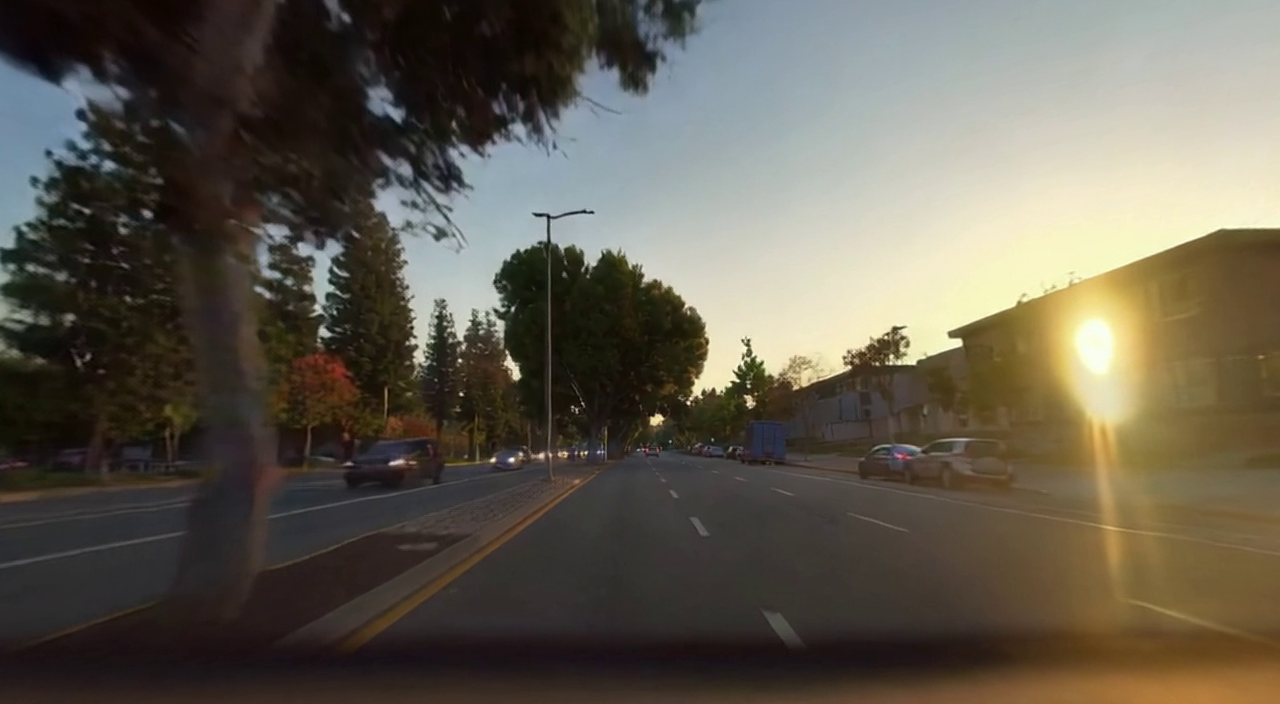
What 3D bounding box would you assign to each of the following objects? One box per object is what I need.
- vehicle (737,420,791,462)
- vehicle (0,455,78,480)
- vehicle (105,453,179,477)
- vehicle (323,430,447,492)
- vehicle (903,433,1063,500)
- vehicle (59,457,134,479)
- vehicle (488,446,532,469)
[{"bbox_3d":[9.467,6.986,49.200,2.670,3.016,7.732,0,-9,0],"label":"vehicle"},{"bbox_3d":[-46.182,8.825,48.398,1.943,1.705,4.610,0,-8,1],"label":"vehicle"},{"bbox_3d":[-38.211,8.655,48.582,1.943,1.644,4.418,0,-8,2],"label":"vehicle"},{"bbox_3d":[-8.752,3.768,22.276,2.212,1.904,4.986,0,-8,1],"label":"vehicle"},{"bbox_3d":[10.238,3.439,19.477,2.043,1.761,5.022,0,-8,-1],"label":"vehicle"},{"bbox_3d":[-41.037,8.747,47.833,2.016,1.430,4.269,-3,-8,-2],"label":"vehicle"},{"bbox_3d":[-9.094,7.425,44.584,2.001,1.477,4.754,0,-8,1],"label":"vehicle"}]
